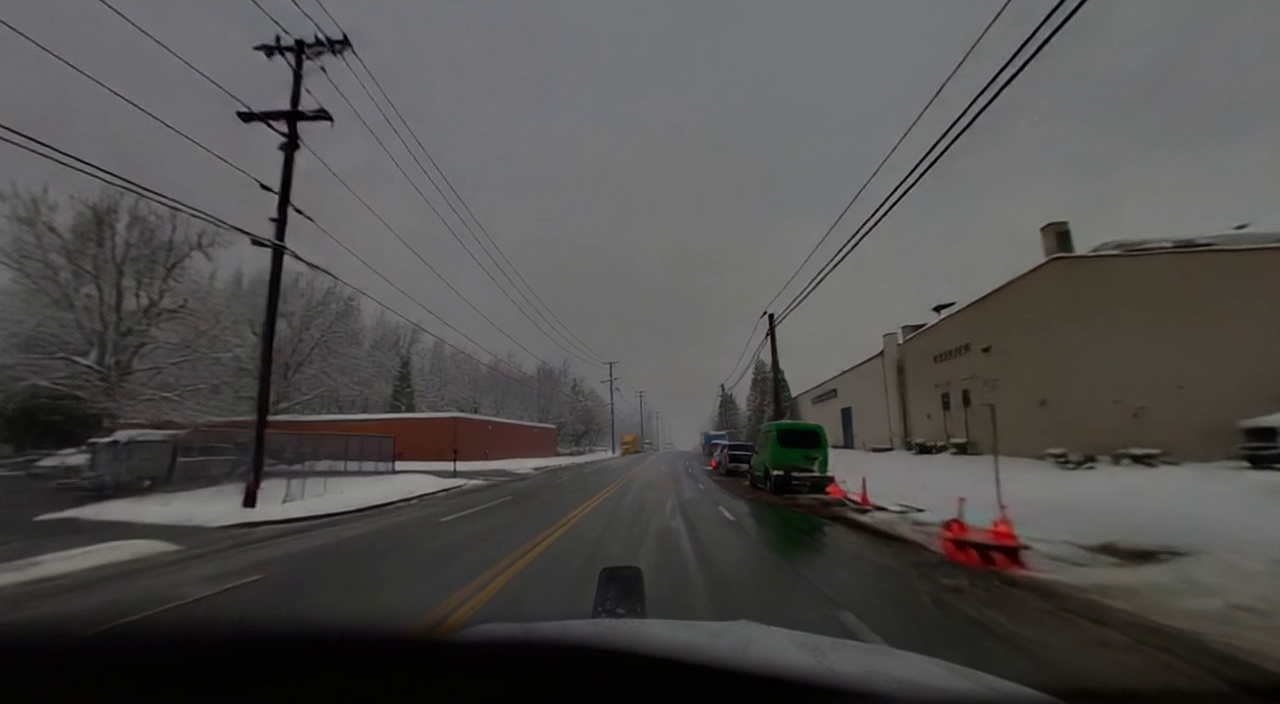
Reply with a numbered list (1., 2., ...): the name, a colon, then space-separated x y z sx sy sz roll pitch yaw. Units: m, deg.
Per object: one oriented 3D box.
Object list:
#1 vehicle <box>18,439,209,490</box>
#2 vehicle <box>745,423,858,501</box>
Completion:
1. vehicle: -18.818 4.043 23.025 2.102 1.628 5.130 -2 -9 9
2. vehicle: 4.584 3.217 18.862 2.010 1.985 5.124 0 -9 0
